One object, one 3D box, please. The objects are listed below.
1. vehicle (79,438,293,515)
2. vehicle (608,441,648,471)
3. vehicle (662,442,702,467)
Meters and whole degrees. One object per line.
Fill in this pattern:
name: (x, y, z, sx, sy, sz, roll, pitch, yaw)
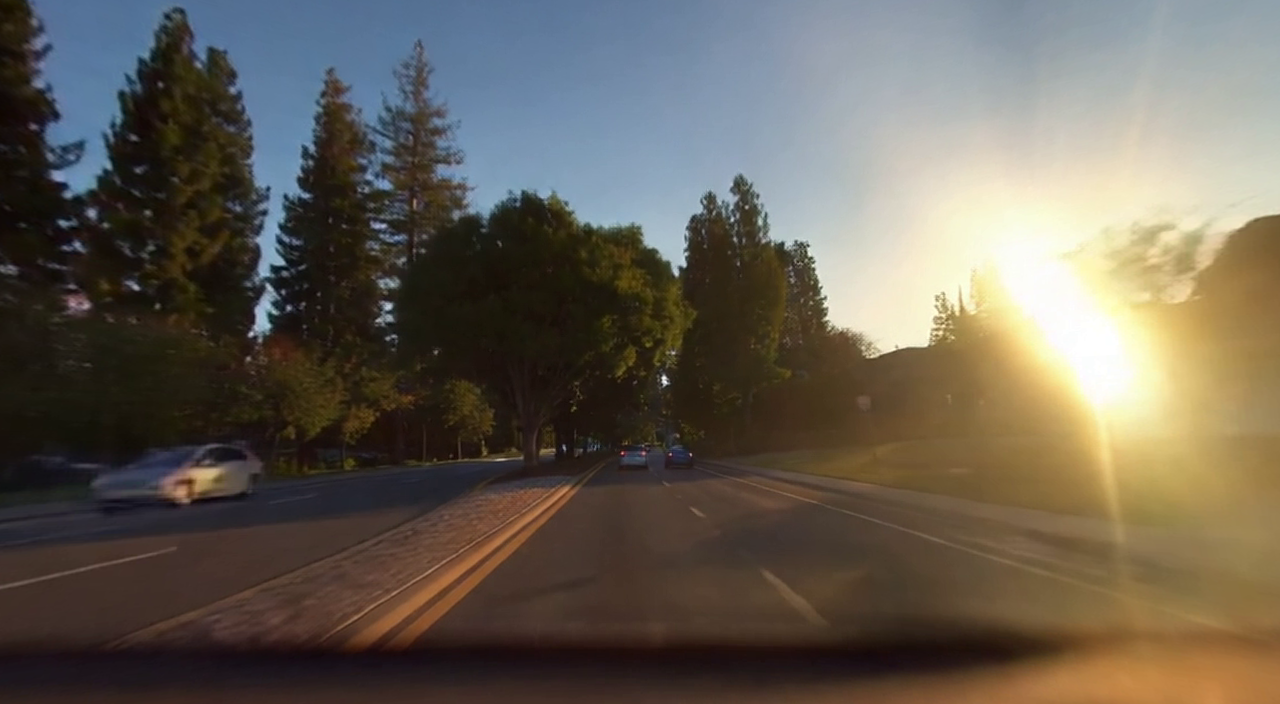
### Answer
vehicle: (-11.436, 3.127, 16.493, 2.107, 1.684, 4.707, 0, -8, -1)
vehicle: (-0.605, 5.521, 33.832, 2.018, 1.511, 3.993, 0, -8, 0)
vehicle: (2.607, 6.470, 40.048, 2.057, 1.496, 4.401, 0, -8, -2)
